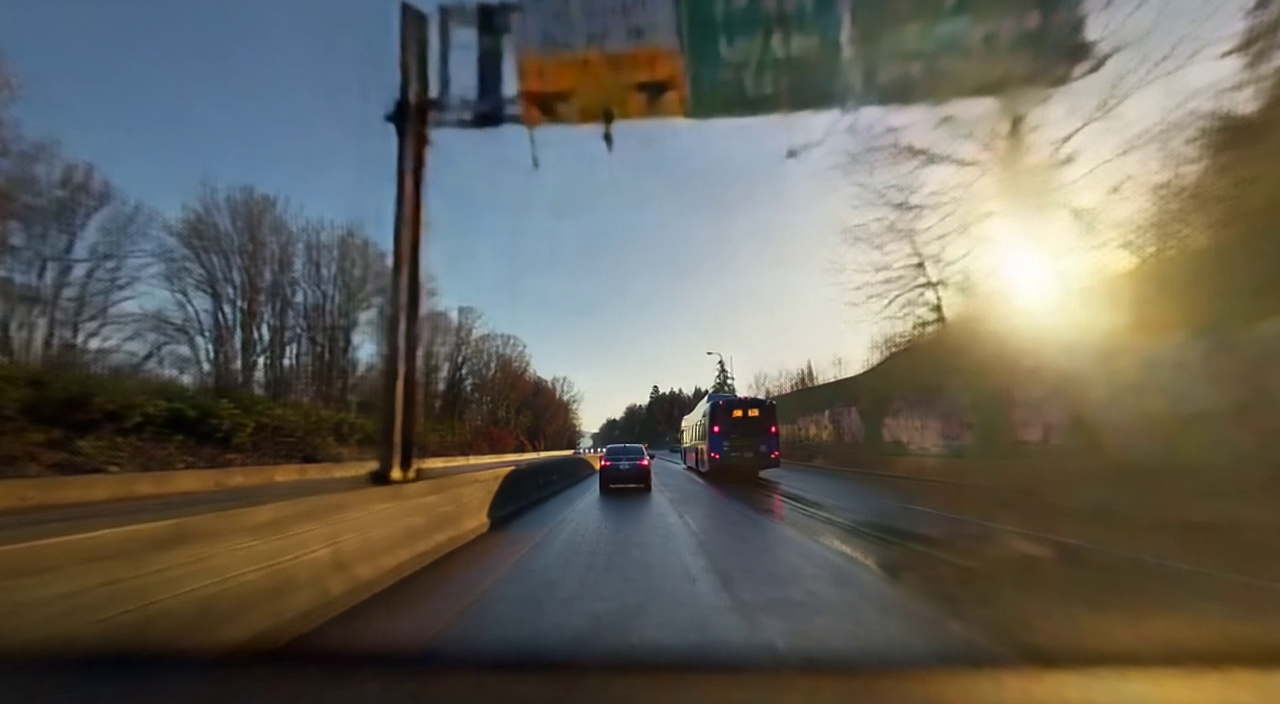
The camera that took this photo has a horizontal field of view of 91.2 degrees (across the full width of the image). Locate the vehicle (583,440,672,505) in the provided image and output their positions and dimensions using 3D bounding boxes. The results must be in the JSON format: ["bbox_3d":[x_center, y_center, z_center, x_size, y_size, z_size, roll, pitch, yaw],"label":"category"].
[{"bbox_3d":[-0.289,3.240,17.235,2.160,1.532,4.073,-1,-9,1],"label":"vehicle"}]

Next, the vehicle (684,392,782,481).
[{"bbox_3d":[4.117,4.326,31.262,3.055,3.479,12.521,-1,-9,0],"label":"vehicle"}]
